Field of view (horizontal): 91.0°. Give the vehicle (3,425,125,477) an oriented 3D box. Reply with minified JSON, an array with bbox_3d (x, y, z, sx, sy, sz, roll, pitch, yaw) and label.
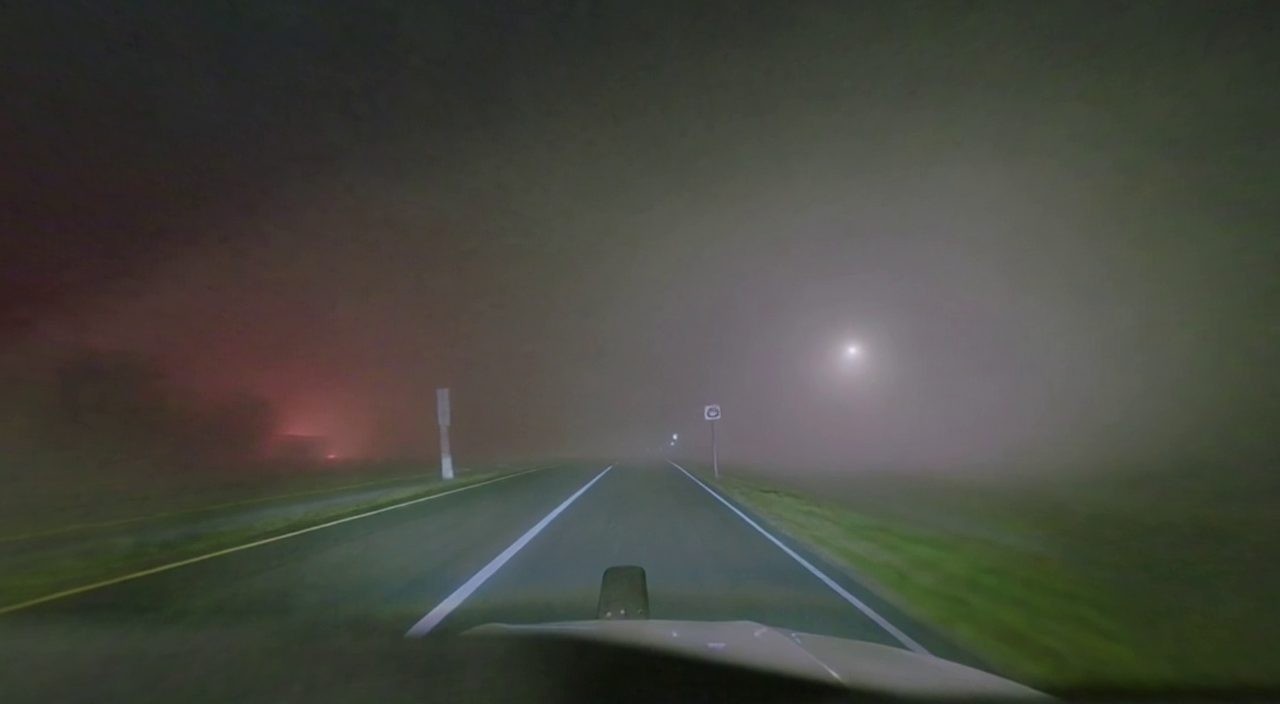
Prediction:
[{"bbox_3d":[-43.368,7.460,47.695,2.985,3.593,6.643,1,-8,-3],"label":"vehicle"}]
